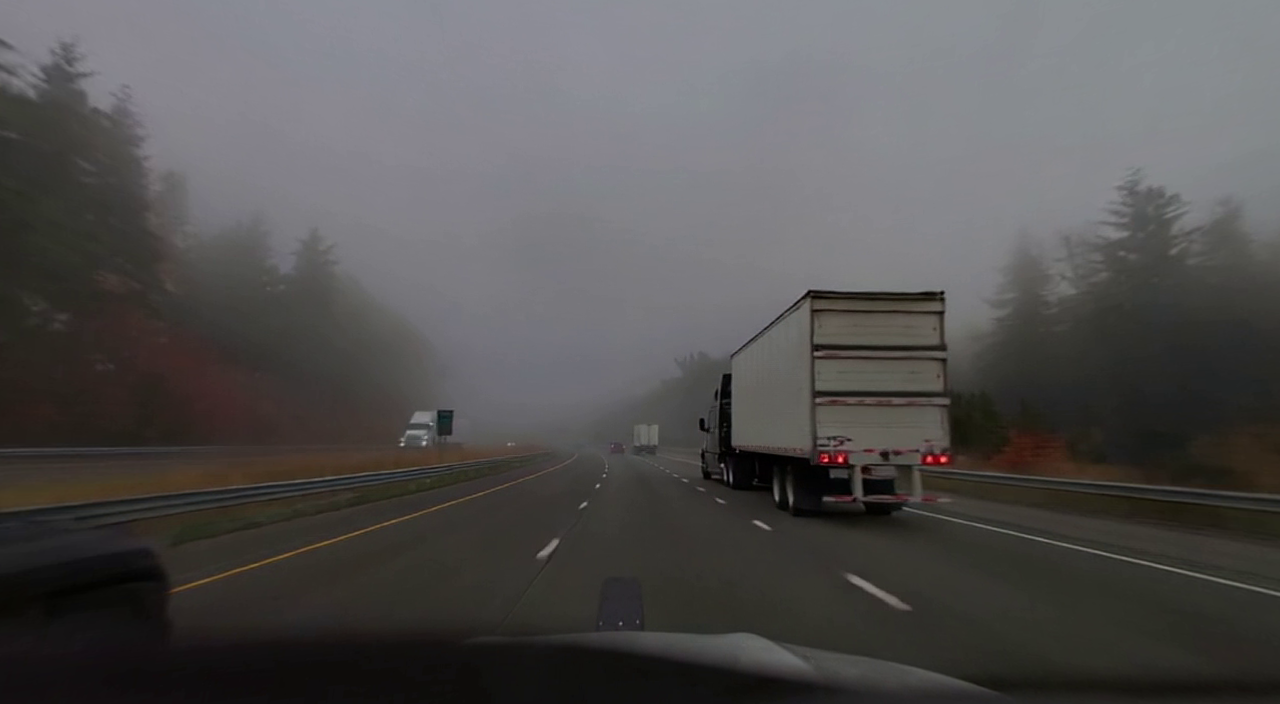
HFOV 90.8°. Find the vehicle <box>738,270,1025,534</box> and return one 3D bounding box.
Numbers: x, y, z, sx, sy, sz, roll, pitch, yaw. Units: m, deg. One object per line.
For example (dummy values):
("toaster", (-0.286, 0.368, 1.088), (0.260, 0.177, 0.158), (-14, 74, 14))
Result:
("vehicle", (4.263, 1.344, 13.772), (2.826, 4.035, 8.369), (0, -9, 0))
